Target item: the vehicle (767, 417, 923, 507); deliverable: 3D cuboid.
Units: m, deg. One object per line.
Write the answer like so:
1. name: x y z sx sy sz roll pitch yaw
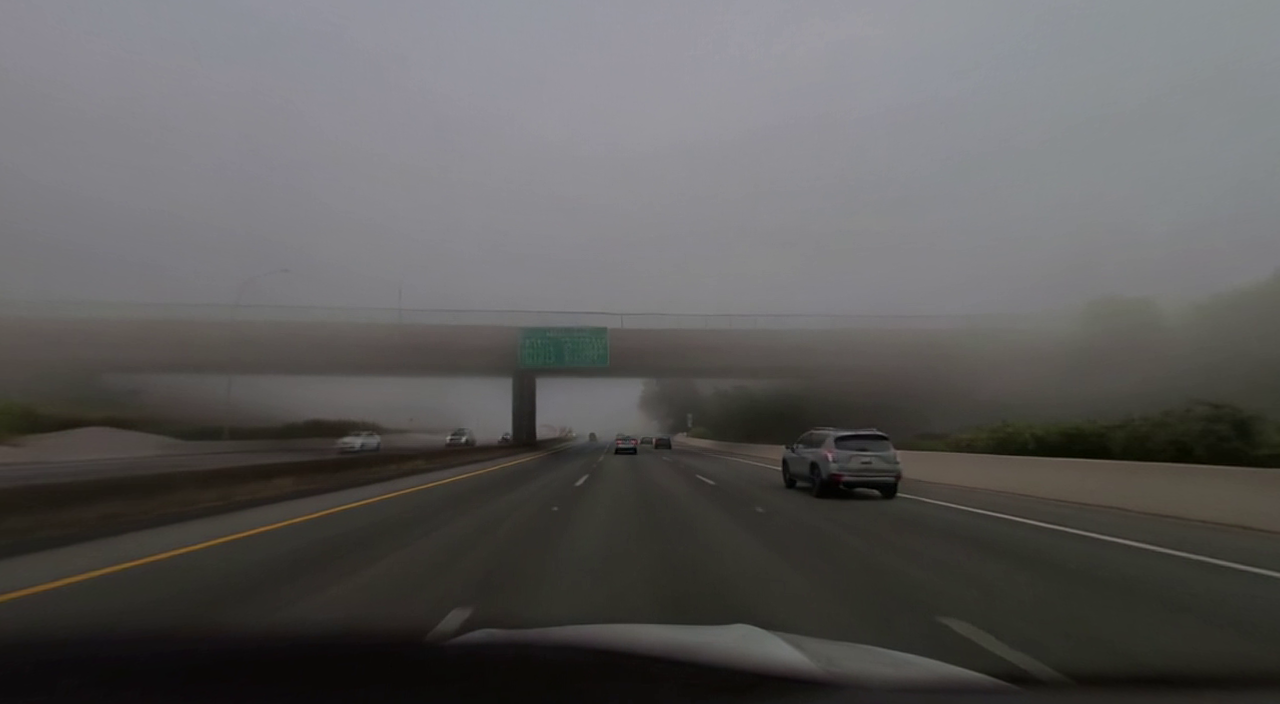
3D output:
1. vehicle: 4.064 2.230 13.234 1.892 1.600 3.782 0 -8 -1

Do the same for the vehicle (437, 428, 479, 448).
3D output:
1. vehicle: -14.107 6.710 49.067 2.017 1.493 4.377 0 -8 -1

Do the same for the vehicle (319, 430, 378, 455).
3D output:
1. vehicle: -17.864 5.557 38.777 1.753 1.452 4.018 0 -8 -1

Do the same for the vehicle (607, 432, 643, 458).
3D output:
1. vehicle: -0.899 5.495 37.273 1.987 1.440 3.565 0 -8 -1
